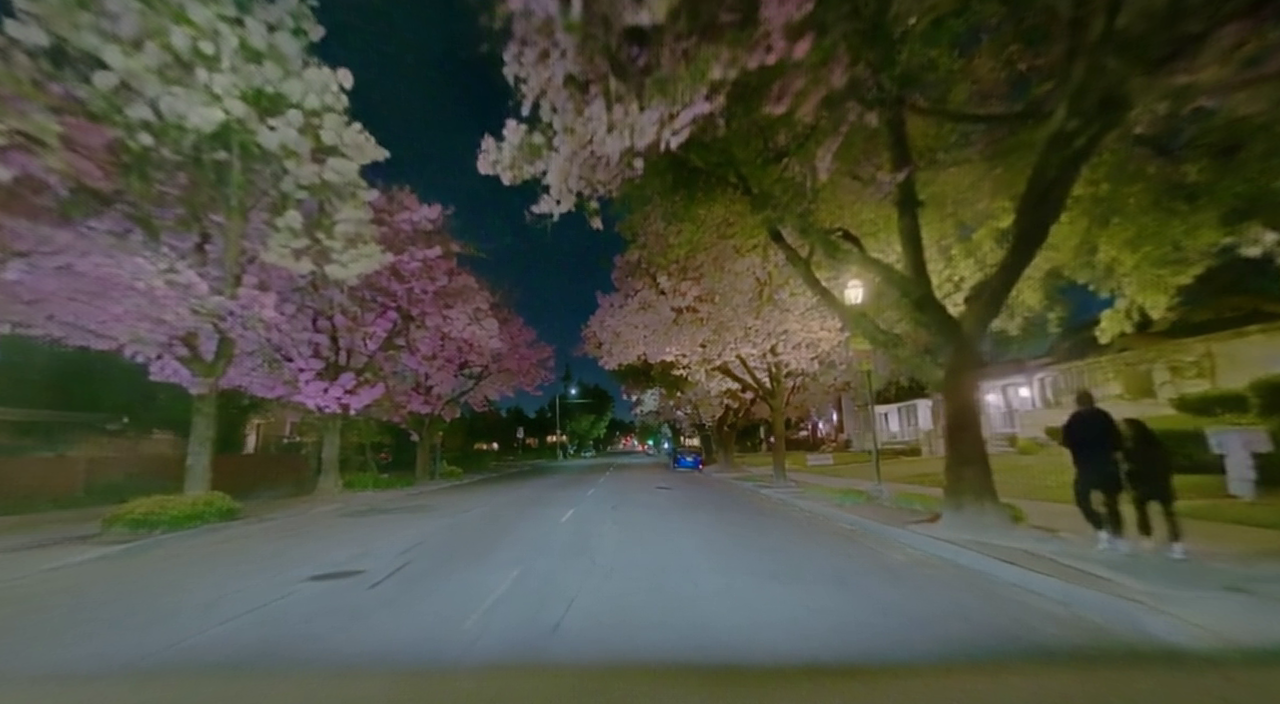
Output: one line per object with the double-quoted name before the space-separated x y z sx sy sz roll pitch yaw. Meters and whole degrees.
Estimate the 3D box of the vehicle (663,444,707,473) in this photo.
"vehicle" 2.414 5.863 34.951 2.022 1.455 4.406 0 -8 -2

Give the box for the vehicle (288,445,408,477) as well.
"vehicle" -16.992 6.342 36.993 5.902 1.796 2.183 0 -8 -3
